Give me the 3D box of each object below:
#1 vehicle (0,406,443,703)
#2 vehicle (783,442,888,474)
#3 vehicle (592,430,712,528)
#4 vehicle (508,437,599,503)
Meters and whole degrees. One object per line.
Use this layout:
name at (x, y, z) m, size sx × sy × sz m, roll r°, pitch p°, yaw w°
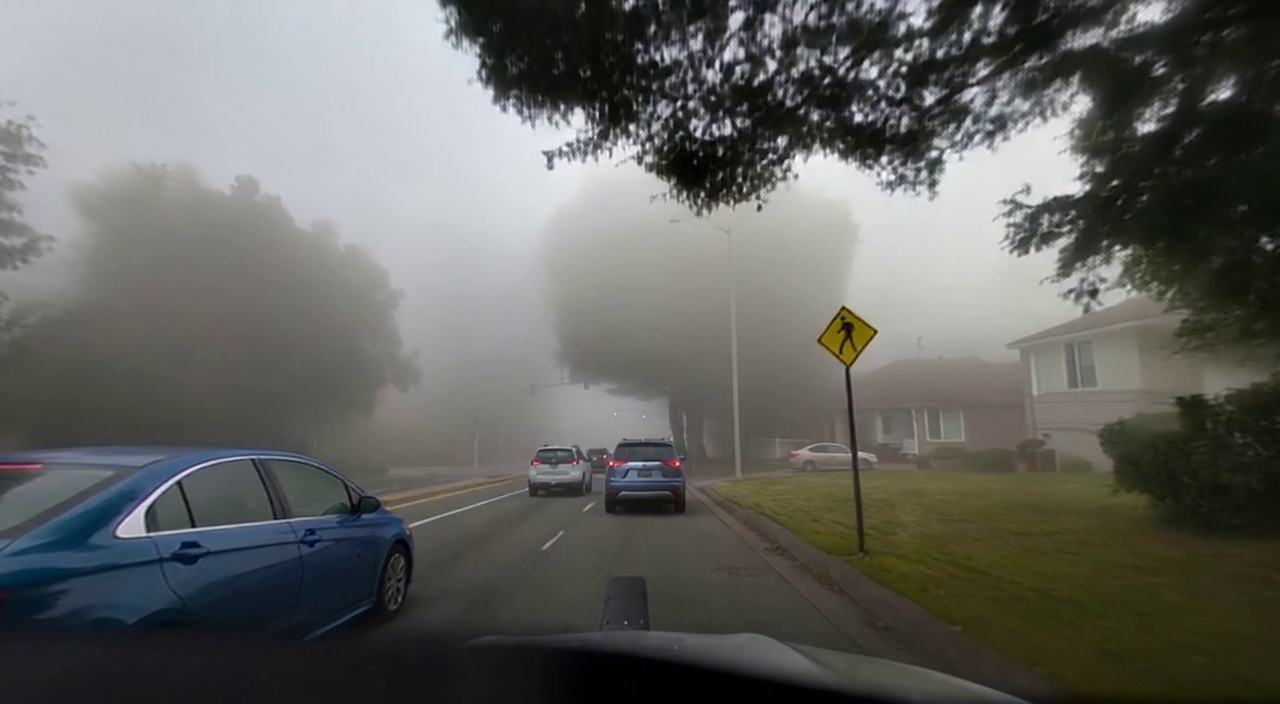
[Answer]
vehicle at (-2.843, 1.131, 3.349) m, size 1.968 × 1.472 × 4.685 m, roll 0°, pitch -9°, yaw 2°
vehicle at (9.501, 5.179, 30.907) m, size 4.456 × 1.504 × 1.914 m, roll 0°, pitch -9°, yaw 0°
vehicle at (0.242, 2.550, 13.179) m, size 2.120 × 1.718 × 3.909 m, roll 0°, pitch -9°, yaw 1°
vehicle at (-2.475, 3.504, 19.115) m, size 2.000 × 1.737 × 4.133 m, roll 0°, pitch -9°, yaw 2°
